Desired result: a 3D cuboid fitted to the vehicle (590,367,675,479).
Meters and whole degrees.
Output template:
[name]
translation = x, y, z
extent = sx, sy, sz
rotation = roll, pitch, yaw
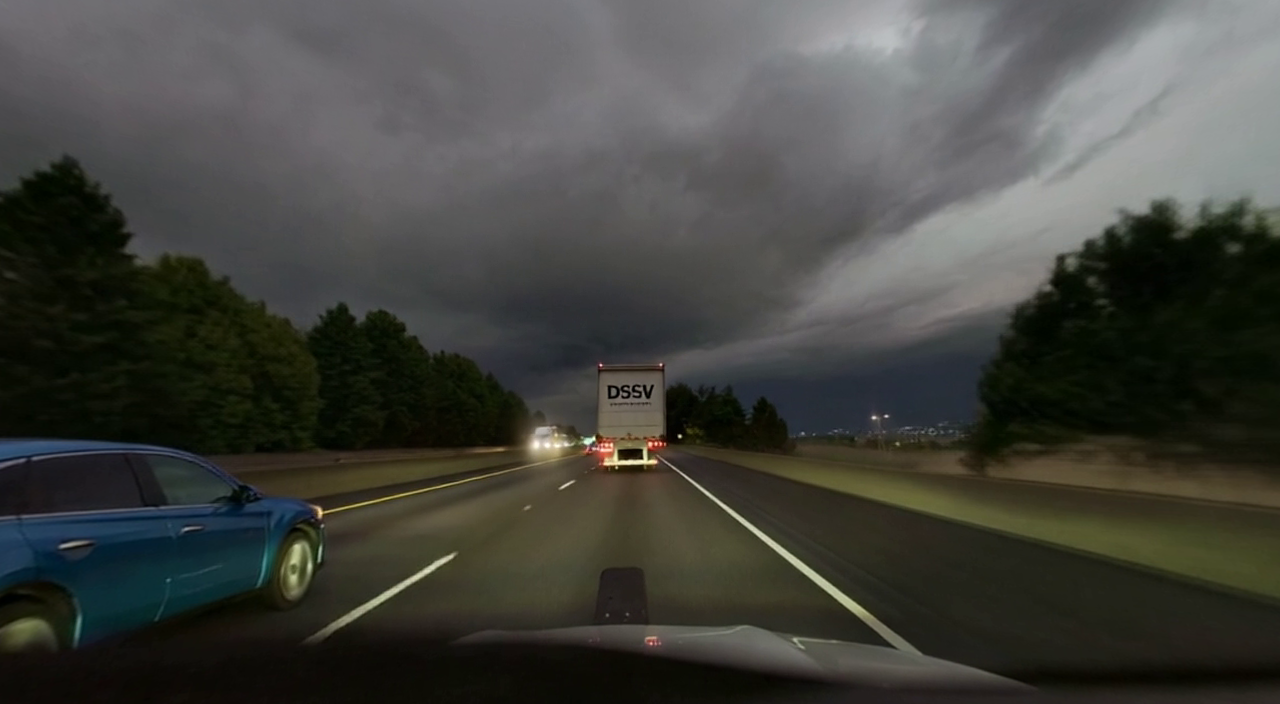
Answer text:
[vehicle]
translation = -0.410, 3.217, 27.438
extent = 2.969, 3.957, 10.270
rotation = 0, -8, -2
